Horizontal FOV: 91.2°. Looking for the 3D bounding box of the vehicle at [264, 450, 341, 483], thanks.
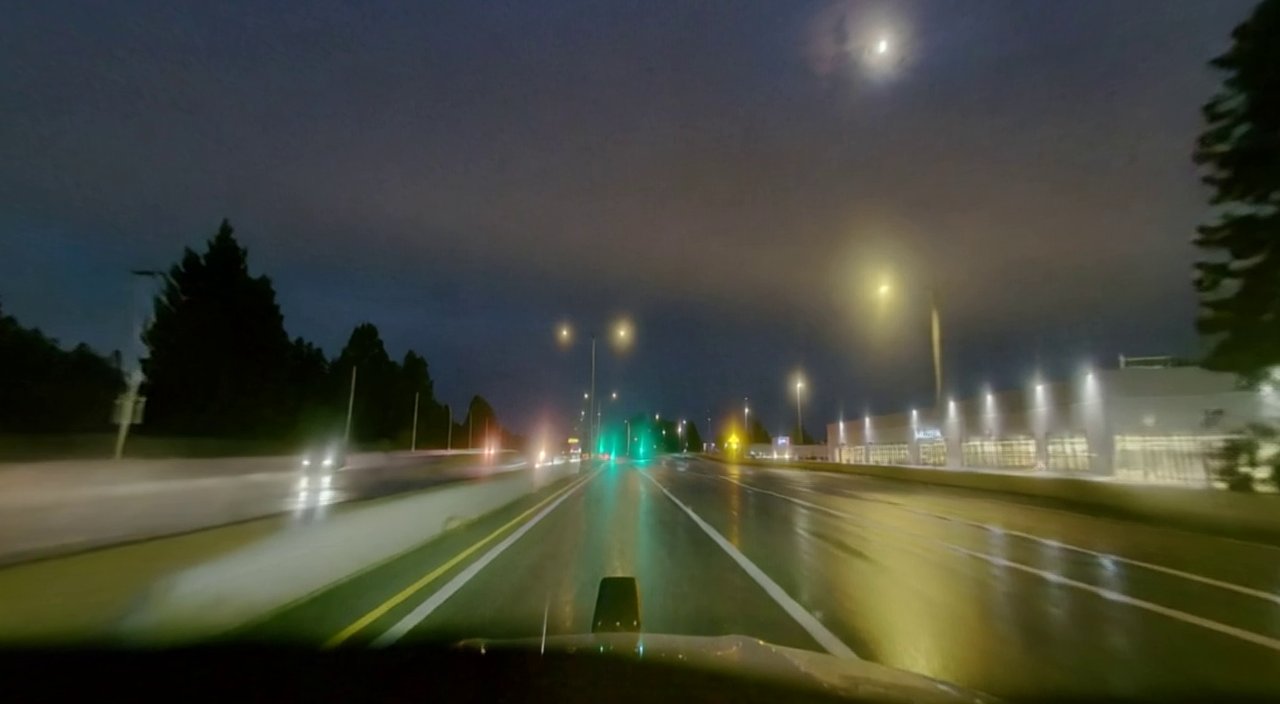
[{"bbox_3d":[-16.149,5.473,30.218,1.817,1.474,3.810,0,-9,-5],"label":"vehicle"}]
